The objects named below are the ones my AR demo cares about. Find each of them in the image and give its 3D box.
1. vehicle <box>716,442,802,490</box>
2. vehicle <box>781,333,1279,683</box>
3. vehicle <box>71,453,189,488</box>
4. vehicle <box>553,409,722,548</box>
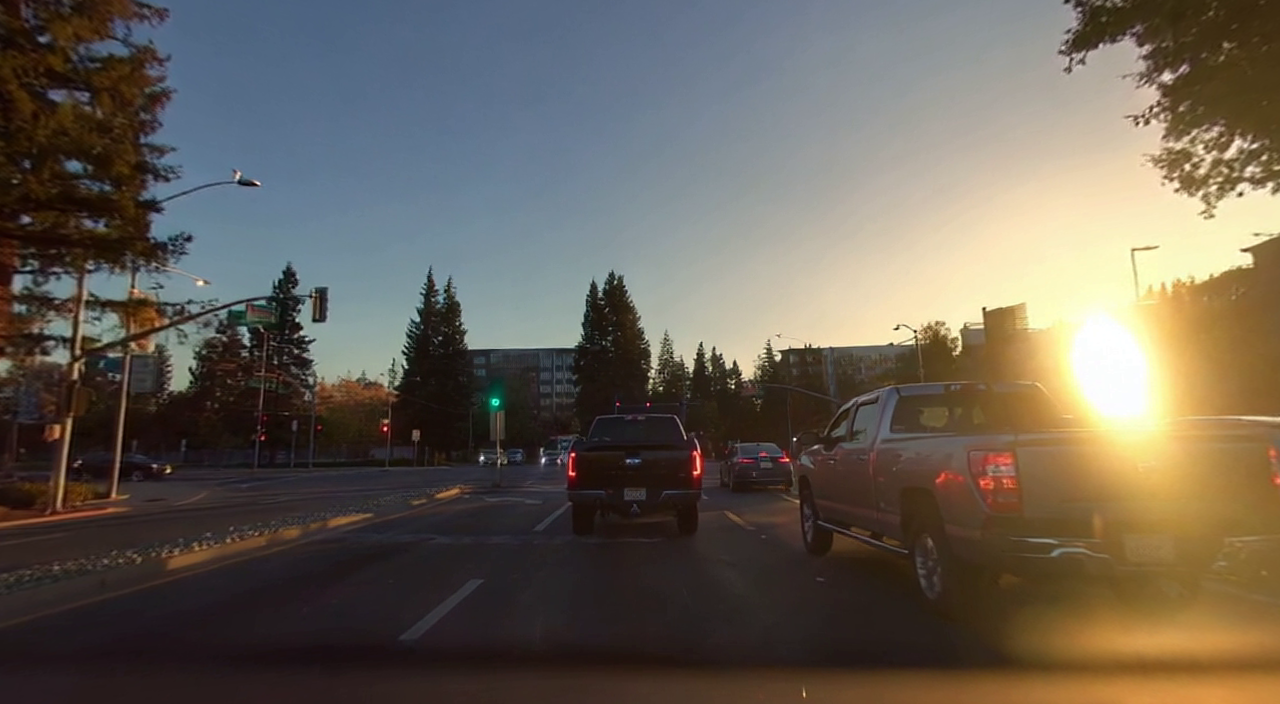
[{"bbox_3d":[3.926,3.836,21.661,1.995,1.456,4.372,0,-8,-1],"label":"vehicle"},{"bbox_3d":[3.314,1.271,6.436,2.412,1.953,5.682,0,-8,0],"label":"vehicle"},{"bbox_3d":[-26.568,6.152,33.131,4.437,1.669,1.936,5,-10,-30],"label":"vehicle"},{"bbox_3d":[-0.097,2.045,10.947,2.240,1.821,5.001,0,-8,-2],"label":"vehicle"}]
